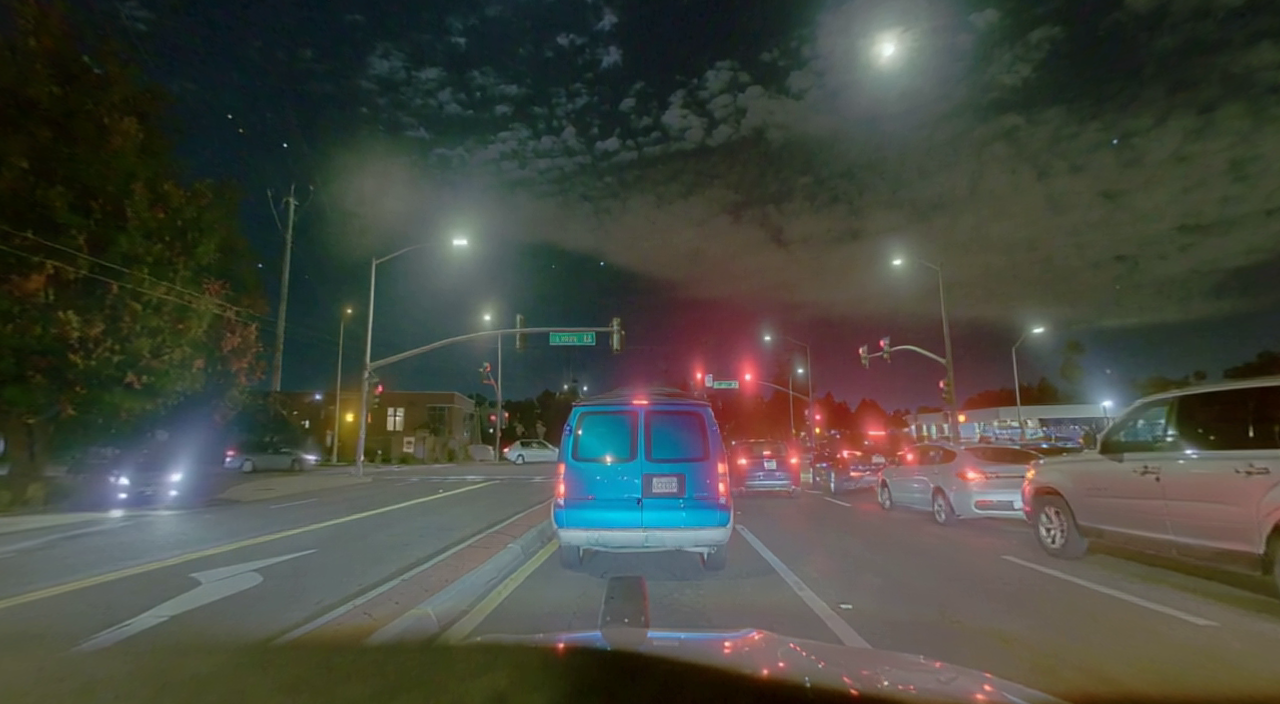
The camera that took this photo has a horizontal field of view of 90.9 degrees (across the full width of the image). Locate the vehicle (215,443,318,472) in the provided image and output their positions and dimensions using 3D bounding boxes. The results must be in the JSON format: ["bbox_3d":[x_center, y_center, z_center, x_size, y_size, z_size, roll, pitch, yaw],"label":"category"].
[{"bbox_3d":[-20.952,5.920,35.514,4.498,1.547,1.886,1,-8,-7],"label":"vehicle"}]

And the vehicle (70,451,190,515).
[{"bbox_3d":[-15.374,3.811,18.908,4.654,1.488,2.023,-8,-6,41],"label":"vehicle"}]

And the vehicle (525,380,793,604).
[{"bbox_3d":[0.174,1.467,7.432,2.185,1.822,4.391,0,-8,1],"label":"vehicle"}]

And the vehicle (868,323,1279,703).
[{"bbox_3d":[2.897,0.951,3.173,1.971,1.663,4.287,0,-8,2],"label":"vehicle"}]
